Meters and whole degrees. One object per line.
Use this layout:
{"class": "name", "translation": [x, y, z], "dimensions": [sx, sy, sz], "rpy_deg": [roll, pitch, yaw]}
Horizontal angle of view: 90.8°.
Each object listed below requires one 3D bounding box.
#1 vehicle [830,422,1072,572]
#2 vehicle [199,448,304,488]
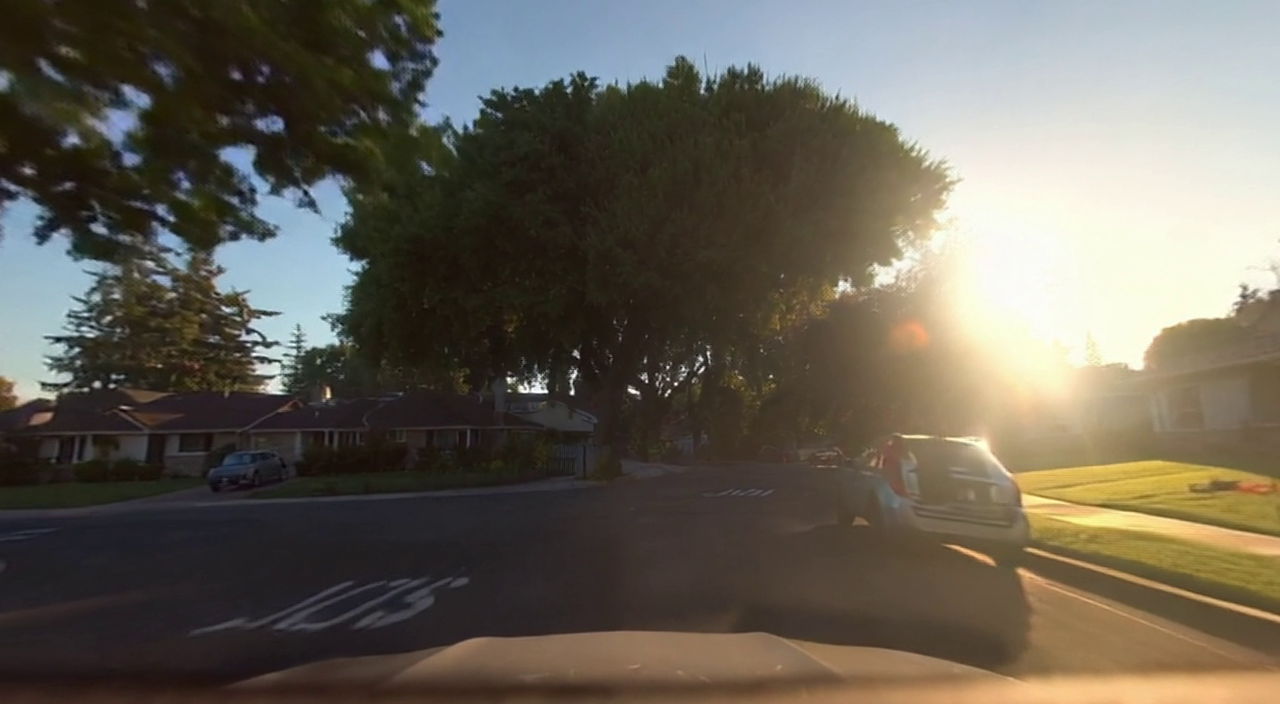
{"class": "vehicle", "translation": [4.336, 2.072, 9.754], "dimensions": [2.053, 1.737, 4.375], "rpy_deg": [-1, -9, 9]}
{"class": "vehicle", "translation": [-18.729, 5.592, 30.740], "dimensions": [2.021, 1.798, 4.491], "rpy_deg": [-1, -9, 3]}
